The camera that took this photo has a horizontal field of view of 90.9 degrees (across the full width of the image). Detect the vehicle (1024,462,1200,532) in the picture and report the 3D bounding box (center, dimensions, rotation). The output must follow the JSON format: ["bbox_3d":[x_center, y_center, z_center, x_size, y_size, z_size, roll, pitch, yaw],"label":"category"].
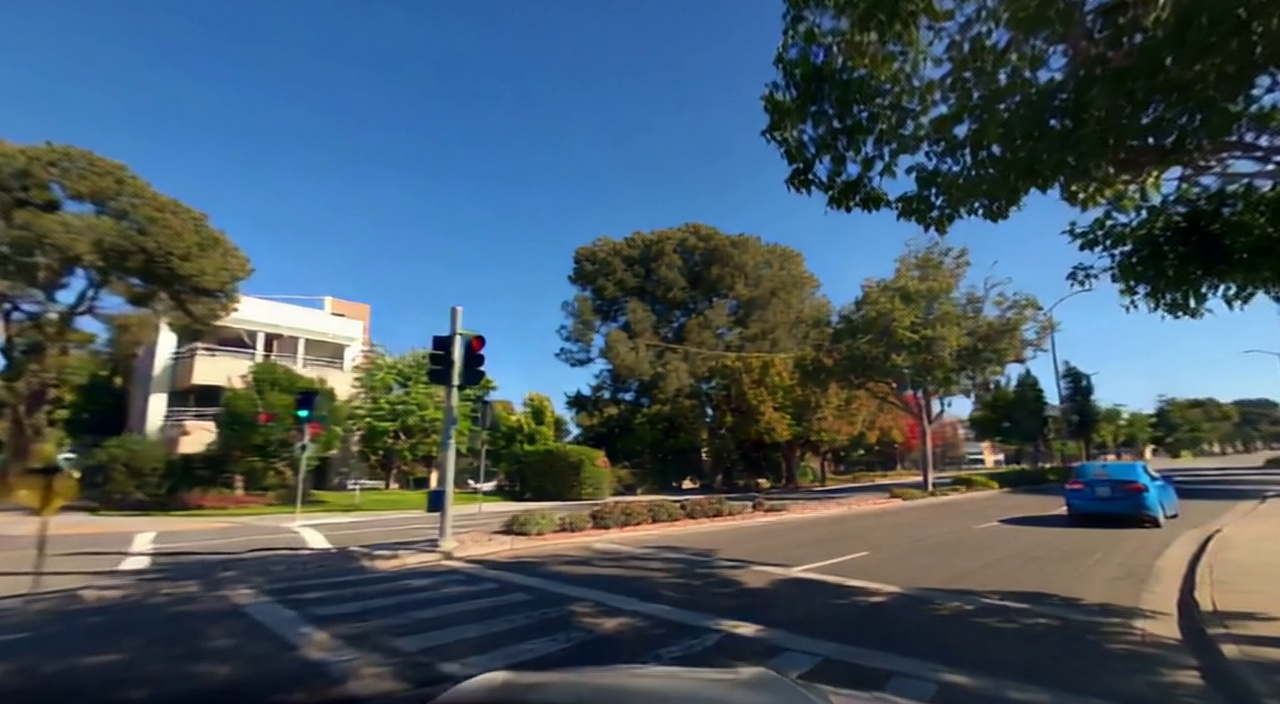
[{"bbox_3d":[10.647,3.111,14.036,5.282,1.250,1.972,9,-14,-41],"label":"vehicle"}]
